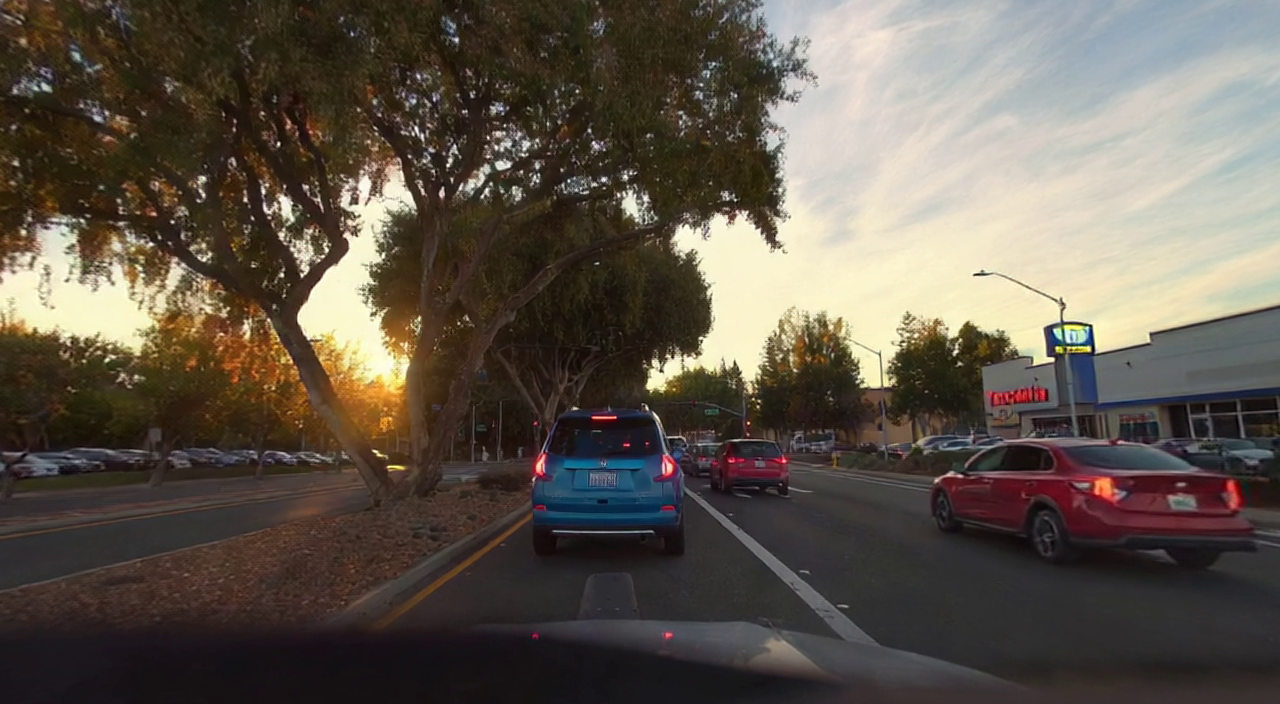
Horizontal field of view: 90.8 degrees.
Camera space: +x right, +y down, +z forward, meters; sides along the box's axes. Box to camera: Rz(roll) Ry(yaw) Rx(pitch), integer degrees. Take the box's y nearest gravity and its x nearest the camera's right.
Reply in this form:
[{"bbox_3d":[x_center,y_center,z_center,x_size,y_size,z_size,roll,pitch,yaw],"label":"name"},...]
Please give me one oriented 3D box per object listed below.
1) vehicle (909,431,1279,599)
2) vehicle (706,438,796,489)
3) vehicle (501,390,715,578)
[{"bbox_3d":[5.392,1.806,8.025,1.930,1.478,4.643,0,-9,1],"label":"vehicle"},{"bbox_3d":[3.685,3.795,21.950,2.098,1.555,4.778,0,-9,-2],"label":"vehicle"},{"bbox_3d":[-0.290,1.650,8.647,2.096,1.837,4.687,0,-9,1],"label":"vehicle"}]
